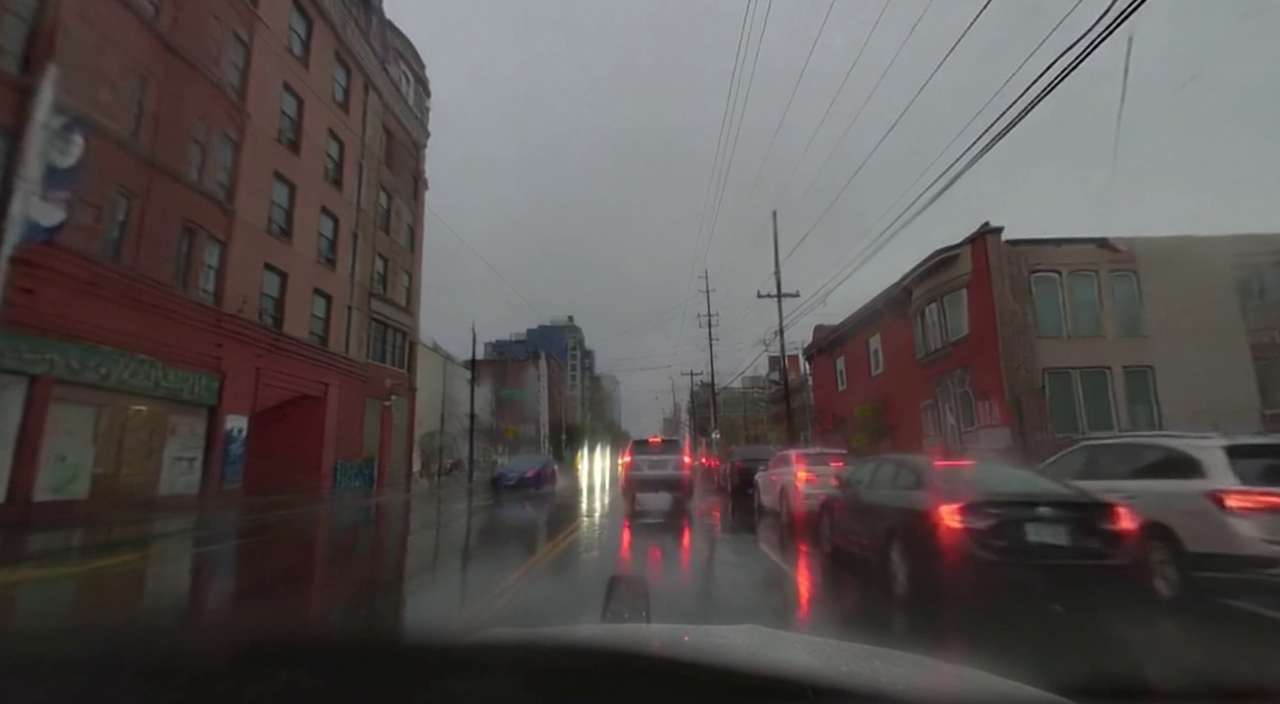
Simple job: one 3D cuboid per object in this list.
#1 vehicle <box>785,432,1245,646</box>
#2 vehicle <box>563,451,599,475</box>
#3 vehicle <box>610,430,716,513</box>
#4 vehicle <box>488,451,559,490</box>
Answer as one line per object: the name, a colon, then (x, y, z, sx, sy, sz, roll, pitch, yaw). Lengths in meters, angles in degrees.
vehicle: (3.225, 1.697, 7.010, 2.116, 1.487, 4.988, 0, -8, 1)
vehicle: (-4.554, 8.627, 49.119, 2.215, 1.703, 4.614, 0, -8, 2)
vehicle: (0.499, 2.825, 15.399, 2.232, 1.736, 4.036, 0, -8, 1)
vehicle: (-4.827, 4.960, 26.755, 1.966, 1.470, 4.528, 0, -8, 2)
